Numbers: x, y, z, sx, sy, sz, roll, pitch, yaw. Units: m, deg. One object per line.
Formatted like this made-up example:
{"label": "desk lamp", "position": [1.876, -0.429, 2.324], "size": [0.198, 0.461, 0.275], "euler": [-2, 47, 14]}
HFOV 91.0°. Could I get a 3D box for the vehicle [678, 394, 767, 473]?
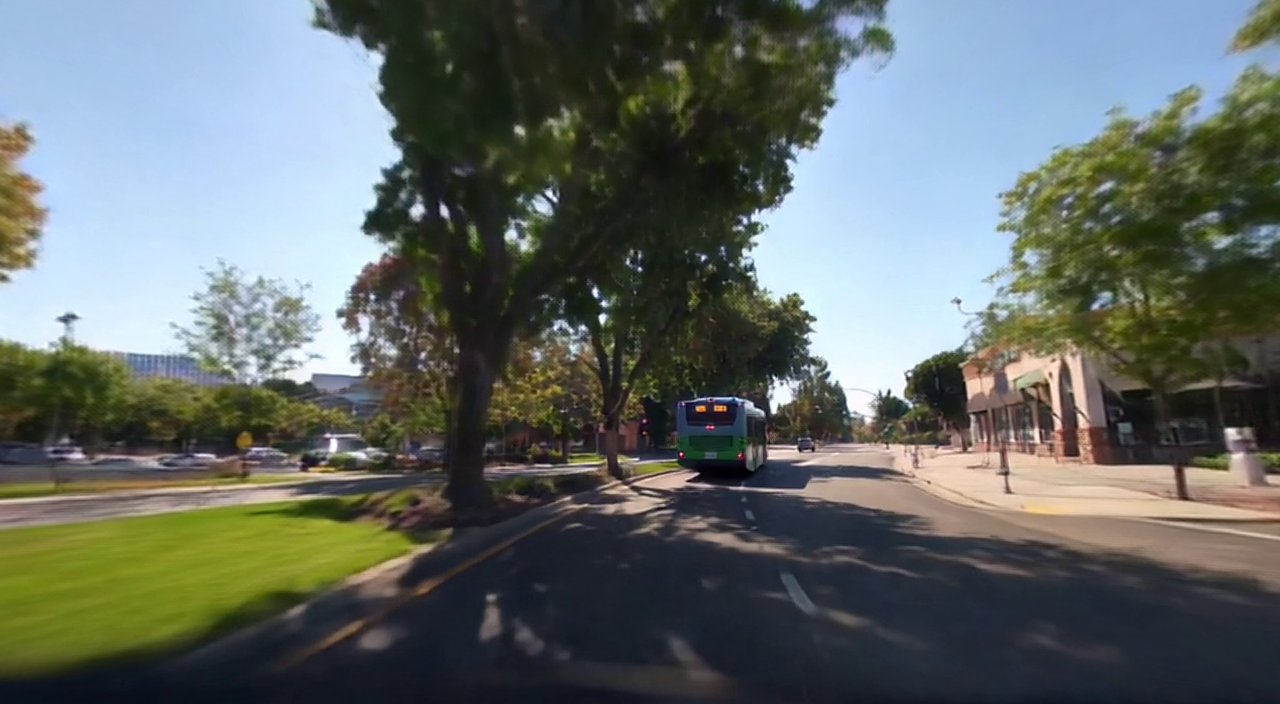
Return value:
{"label": "vehicle", "position": [4.693, 4.434, 33.387], "size": [3.031, 3.429, 11.005], "euler": [-3, -9, 16]}
